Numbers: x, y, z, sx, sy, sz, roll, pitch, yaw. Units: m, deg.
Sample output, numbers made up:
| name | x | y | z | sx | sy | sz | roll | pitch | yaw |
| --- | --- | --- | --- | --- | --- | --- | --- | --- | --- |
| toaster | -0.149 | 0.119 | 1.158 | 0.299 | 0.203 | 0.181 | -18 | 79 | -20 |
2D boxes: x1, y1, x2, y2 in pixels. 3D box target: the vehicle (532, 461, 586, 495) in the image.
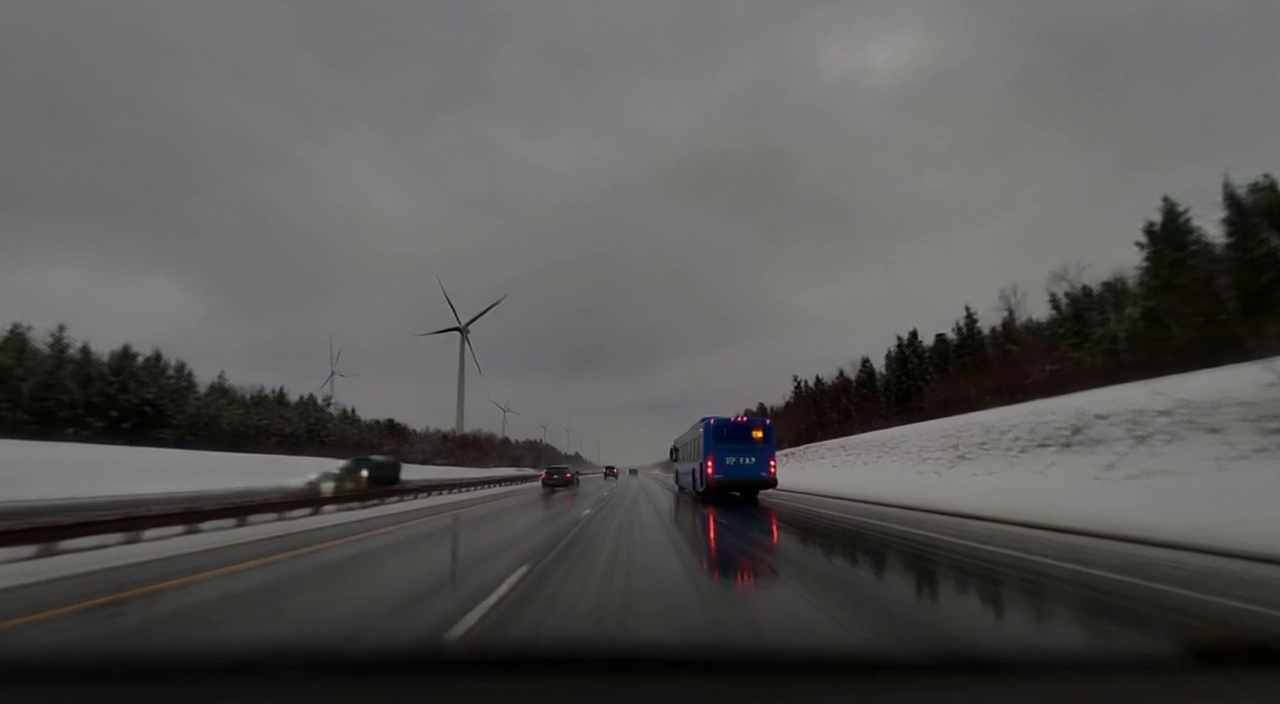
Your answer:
| name | x | y | z | sx | sy | sz | roll | pitch | yaw |
| --- | --- | --- | --- | --- | --- | --- | --- | --- | --- |
| vehicle | -4.007 | 6.334 | 31.896 | 2.213 | 1.568 | 4.274 | 1 | -10 | -1 |

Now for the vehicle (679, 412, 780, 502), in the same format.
| name | x | y | z | sx | sy | sz | roll | pitch | yaw |
| --- | --- | --- | --- | --- | --- | --- | --- | --- | --- |
| vehicle | 4.061 | 5.541 | 32.712 | 2.941 | 3.574 | 14.463 | 1 | -10 | -1 |

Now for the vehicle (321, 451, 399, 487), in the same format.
| name | x | y | z | sx | sy | sz | roll | pitch | yaw |
| --- | --- | --- | --- | --- | --- | --- | --- | --- | --- |
| vehicle | -19.048 | 8.042 | 43.326 | 2.269 | 2.261 | 6.618 | 1 | -10 | 0 |

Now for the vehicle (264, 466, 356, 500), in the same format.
| name | x | y | z | sx | sy | sz | roll | pitch | yaw |
| --- | --- | --- | --- | --- | --- | --- | --- | --- | --- |
| vehicle | -14.953 | 5.959 | 28.836 | 1.751 | 1.396 | 4.350 | 0 | -10 | 1 |
